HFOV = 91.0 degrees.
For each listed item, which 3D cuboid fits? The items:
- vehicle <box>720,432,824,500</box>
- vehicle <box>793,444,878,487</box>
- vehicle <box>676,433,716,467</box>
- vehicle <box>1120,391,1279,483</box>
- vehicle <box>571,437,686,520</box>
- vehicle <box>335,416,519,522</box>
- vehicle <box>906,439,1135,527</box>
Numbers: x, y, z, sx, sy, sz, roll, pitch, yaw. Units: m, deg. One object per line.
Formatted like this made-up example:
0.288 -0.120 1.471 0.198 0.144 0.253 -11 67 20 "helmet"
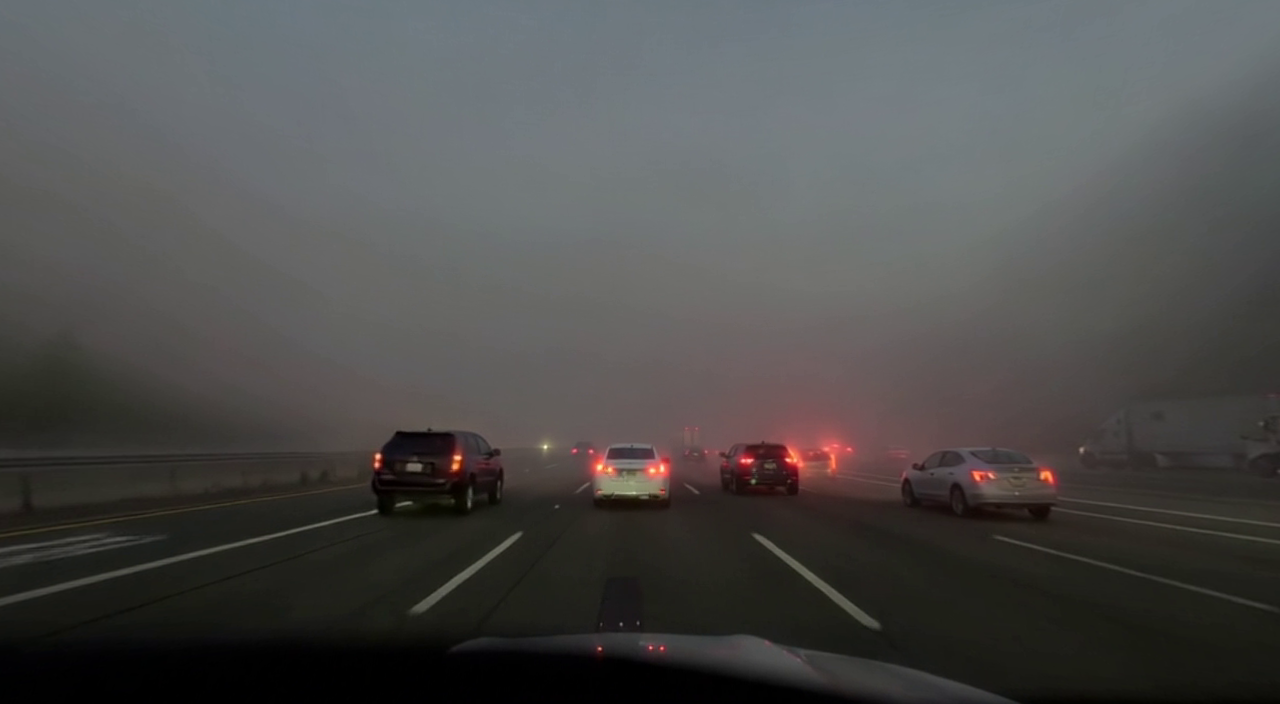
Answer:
3.575 3.172 17.896 2.053 1.666 4.106 0 -9 0 "vehicle"
7.383 4.311 24.260 1.942 1.482 4.250 0 -9 0 "vehicle"
3.999 7.154 46.059 2.440 2.313 5.266 0 -9 0 "vehicle"
29.244 4.303 31.254 2.957 4.007 8.656 0 -9 -8 "vehicle"
-0.181 2.655 13.741 2.132 1.499 4.038 0 -9 1 "vehicle"
-3.993 2.300 12.796 2.079 1.741 4.436 0 -9 1 "vehicle"
7.605 2.632 13.281 2.021 1.505 4.480 0 -9 0 "vehicle"
